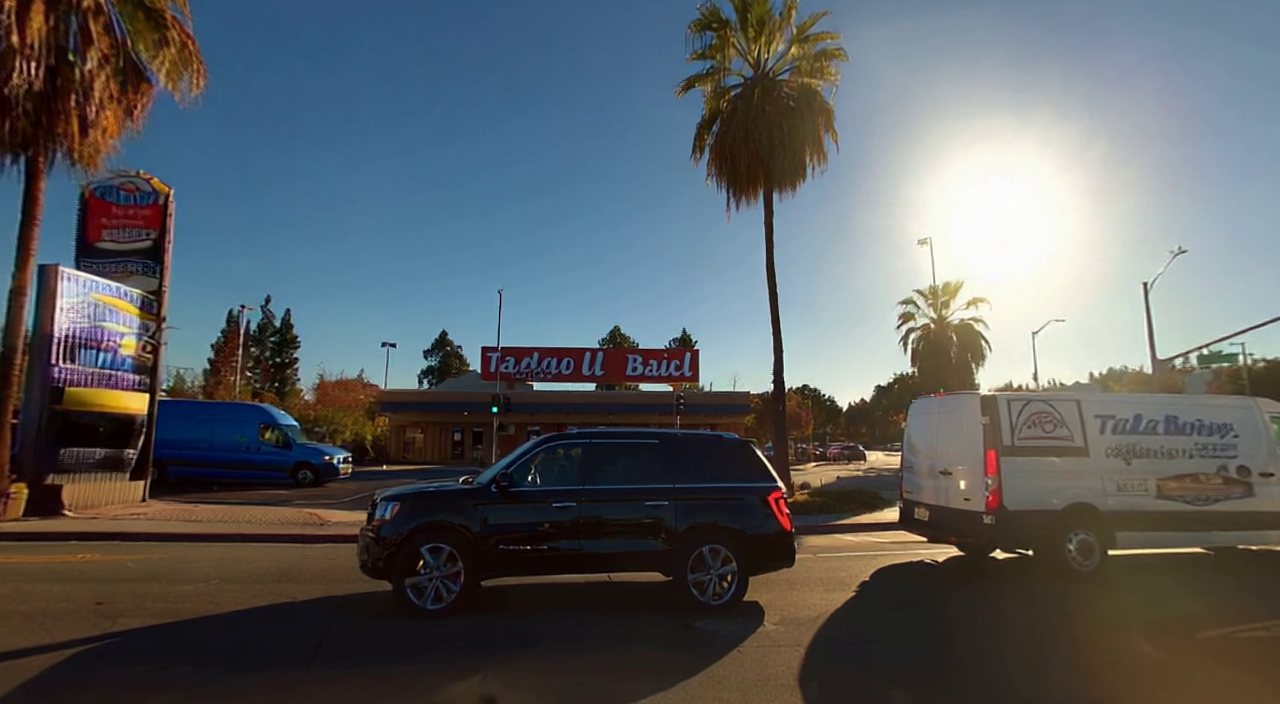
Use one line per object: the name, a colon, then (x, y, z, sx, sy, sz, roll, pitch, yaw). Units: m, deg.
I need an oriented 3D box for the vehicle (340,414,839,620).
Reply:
vehicle: (-0.486, 1.614, 6.854, 4.493, 1.728, 2.137, 1, -9, -9)

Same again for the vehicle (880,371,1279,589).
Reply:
vehicle: (6.626, 1.512, 8.026, 6.246, 2.202, 2.277, 1, -9, -8)

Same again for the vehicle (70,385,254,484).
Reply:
vehicle: (-21.680, 3.903, 29.444, 3.034, 3.929, 7.699, 1, -9, -6)
